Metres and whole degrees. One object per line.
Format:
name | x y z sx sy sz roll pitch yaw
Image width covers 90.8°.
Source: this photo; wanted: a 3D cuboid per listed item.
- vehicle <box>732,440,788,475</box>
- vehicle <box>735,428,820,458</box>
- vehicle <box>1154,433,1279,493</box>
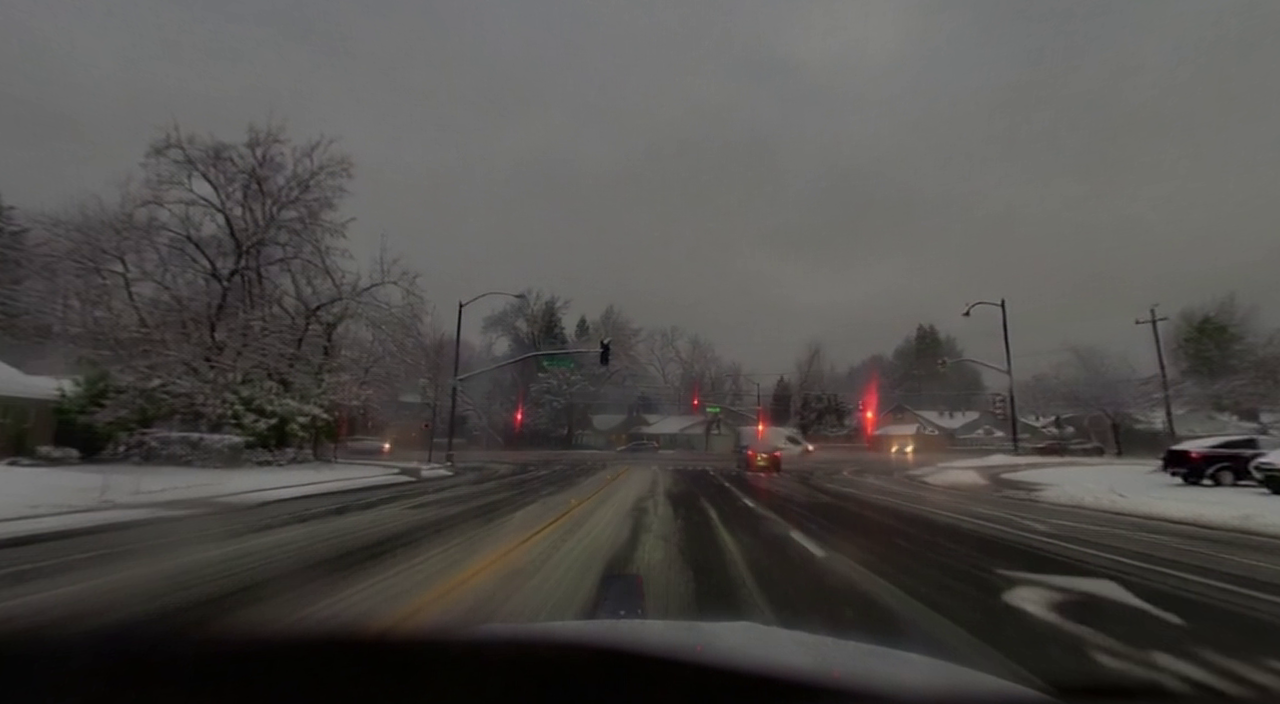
vehicle | 5.575 4.949 29.823 1.947 1.485 4.336 -1 -8 2
vehicle | 10.033 6.704 46.521 5.869 2.098 2.206 -1 -9 6
vehicle | 17.985 3.154 18.092 4.702 1.595 1.986 0 -8 1
